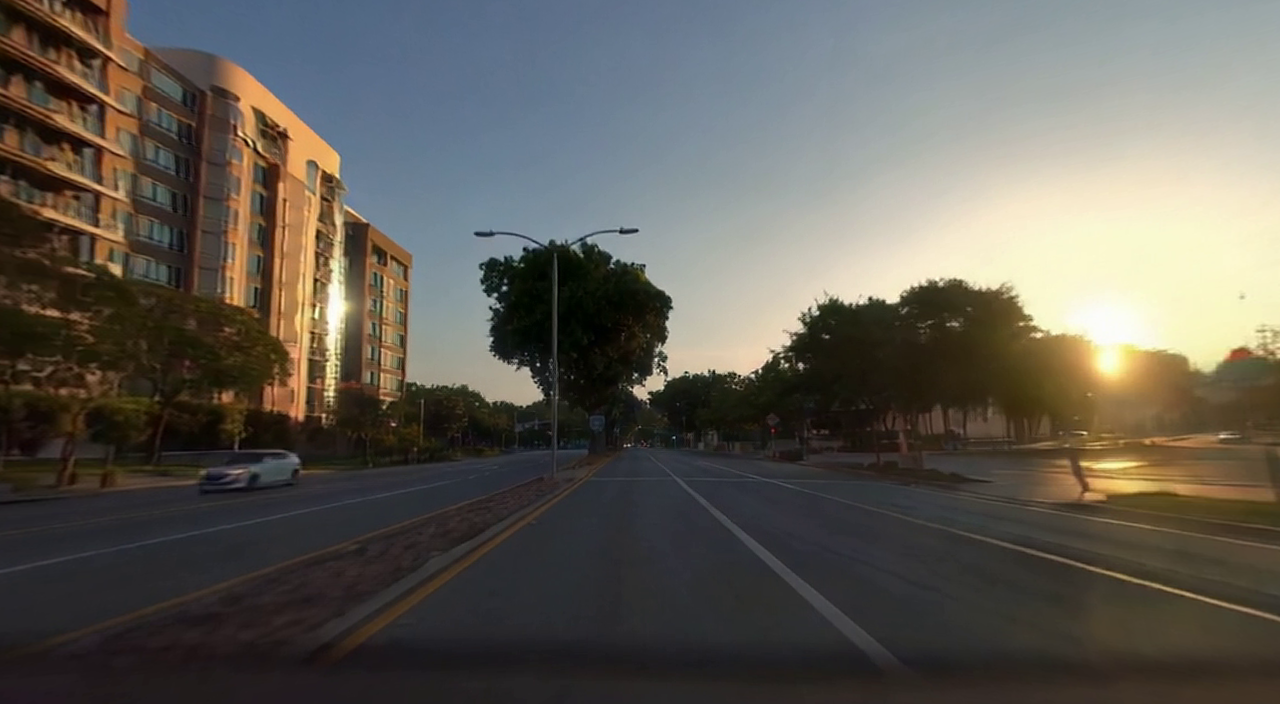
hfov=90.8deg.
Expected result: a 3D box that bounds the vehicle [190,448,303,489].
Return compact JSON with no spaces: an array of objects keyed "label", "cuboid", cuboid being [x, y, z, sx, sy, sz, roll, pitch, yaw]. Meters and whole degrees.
[{"label":"vehicle","cuboid":[-16.163,4.780,26.283,1.908,1.492,4.285,0,-9,0]}]
